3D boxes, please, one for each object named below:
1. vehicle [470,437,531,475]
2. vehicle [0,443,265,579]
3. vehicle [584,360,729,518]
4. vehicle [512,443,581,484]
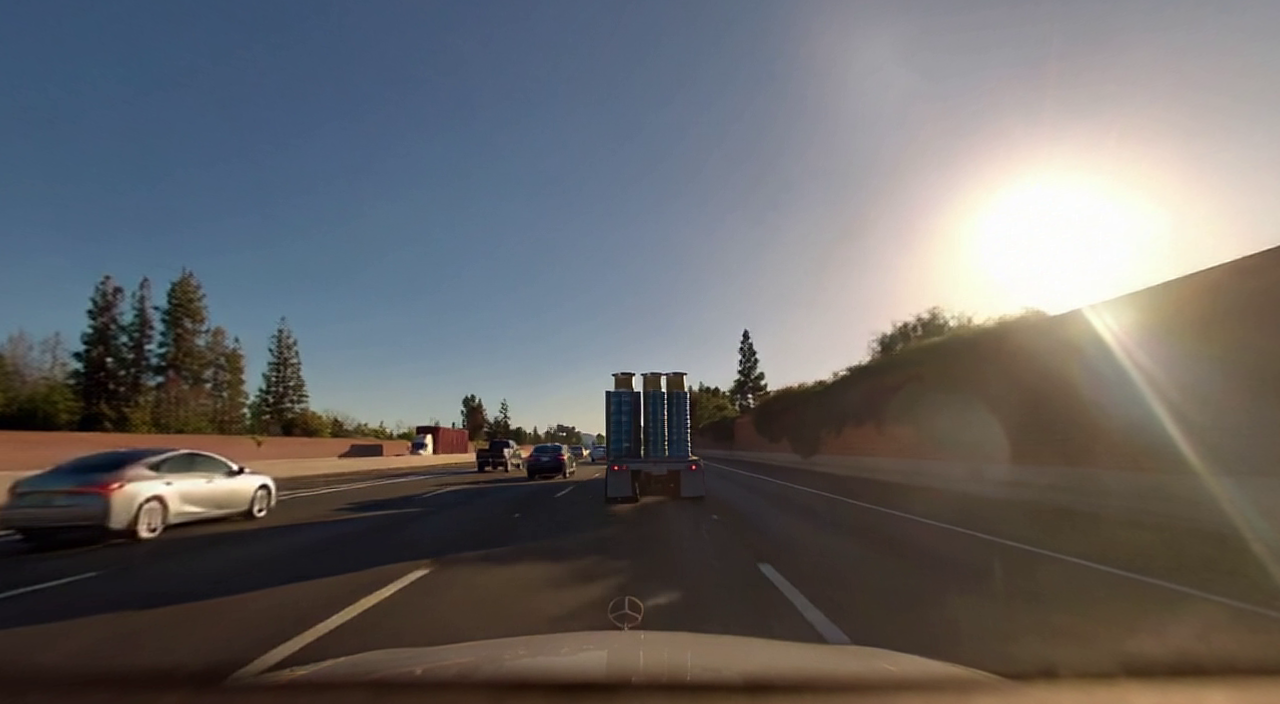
[{"bbox_3d":[-7.468,5.635,34.430,2.164,1.874,5.004,0,-8,0],"label":"vehicle"},{"bbox_3d":[-7.884,2.056,9.088,2.006,1.458,4.700,0,-8,1],"label":"vehicle"},{"bbox_3d":[0.351,2.290,16.550,2.798,3.071,8.412,0,-8,1],"label":"vehicle"},{"bbox_3d":[-3.624,4.391,25.229,1.974,1.475,4.538,0,-8,1],"label":"vehicle"}]
